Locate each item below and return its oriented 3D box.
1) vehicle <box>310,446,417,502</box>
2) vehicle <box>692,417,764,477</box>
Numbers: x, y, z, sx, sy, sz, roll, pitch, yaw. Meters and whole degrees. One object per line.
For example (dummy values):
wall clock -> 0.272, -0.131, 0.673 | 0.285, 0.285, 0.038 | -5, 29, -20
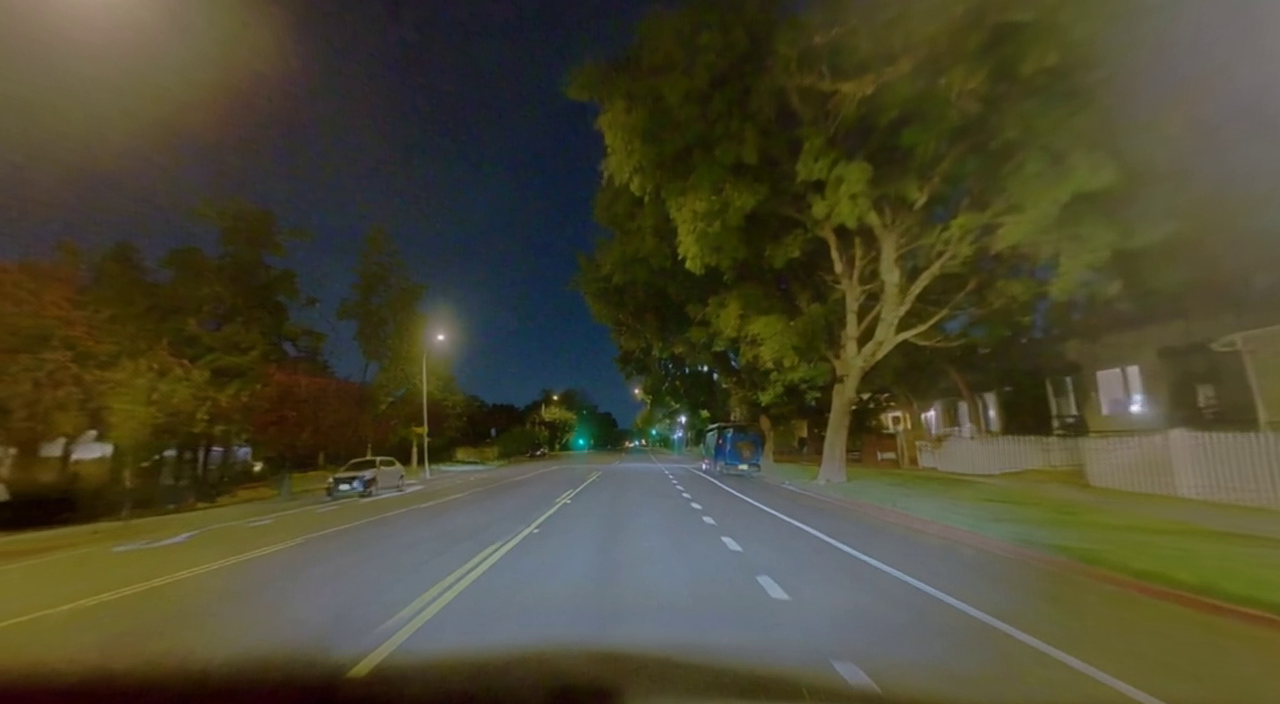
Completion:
vehicle -> -11.248, 4.921, 26.135 | 2.301, 1.855, 4.983 | -5, -8, -2
vehicle -> 3.882, 4.390, 29.165 | 2.459, 2.452, 5.731 | 1, -8, -1
